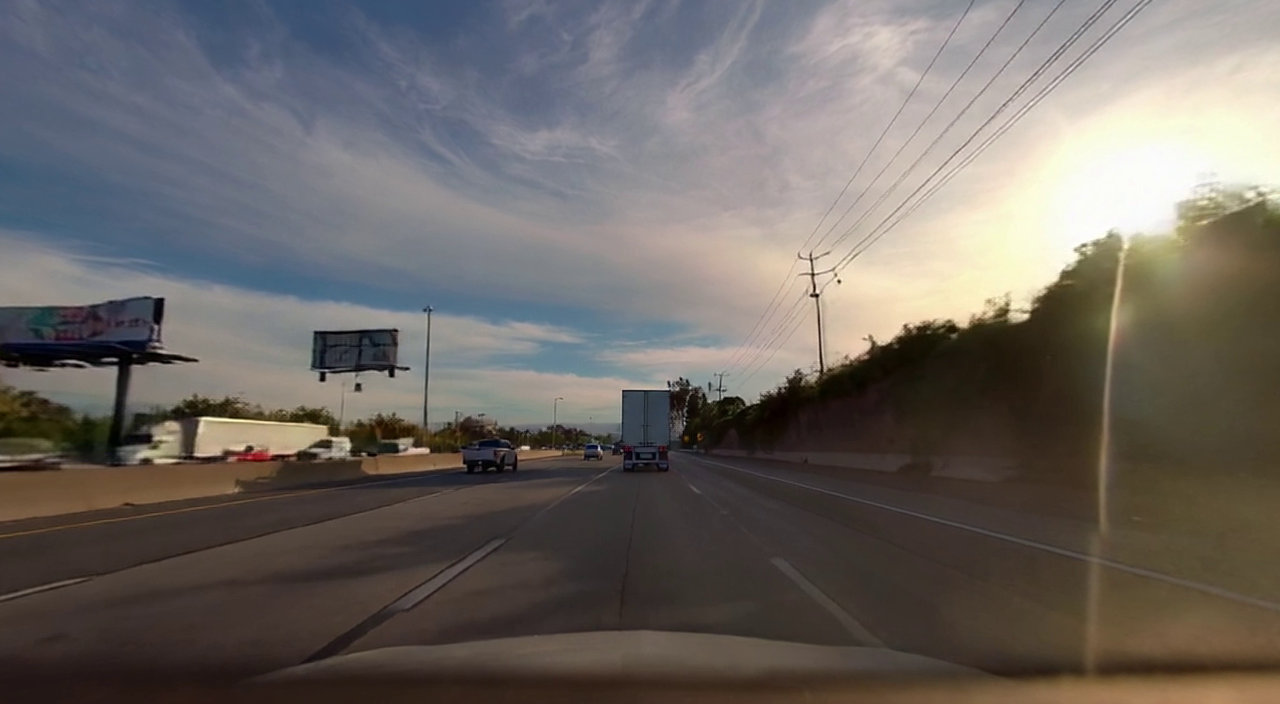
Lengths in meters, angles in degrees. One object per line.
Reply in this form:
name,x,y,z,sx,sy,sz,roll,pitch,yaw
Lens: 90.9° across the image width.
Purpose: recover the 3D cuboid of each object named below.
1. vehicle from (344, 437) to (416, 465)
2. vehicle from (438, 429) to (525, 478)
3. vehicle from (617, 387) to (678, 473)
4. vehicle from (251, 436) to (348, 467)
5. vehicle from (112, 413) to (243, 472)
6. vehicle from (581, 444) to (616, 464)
vehicle,-17.778,6.785,43.542,2.331,1.778,6.072,0,-8,1
vehicle,-6.920,4.531,28.327,2.263,1.936,5.802,0,-8,2
vehicle,0.567,4.521,35.638,2.879,4.027,11.243,-1,-8,2
vehicle,-21.908,6.436,40.989,2.849,1.831,6.164,0,-8,1
vehicle,-32.612,6.472,45.029,3.037,3.770,7.991,0,-8,1
vehicle,-3.082,7.713,47.949,2.138,1.469,4.677,-1,-8,3
